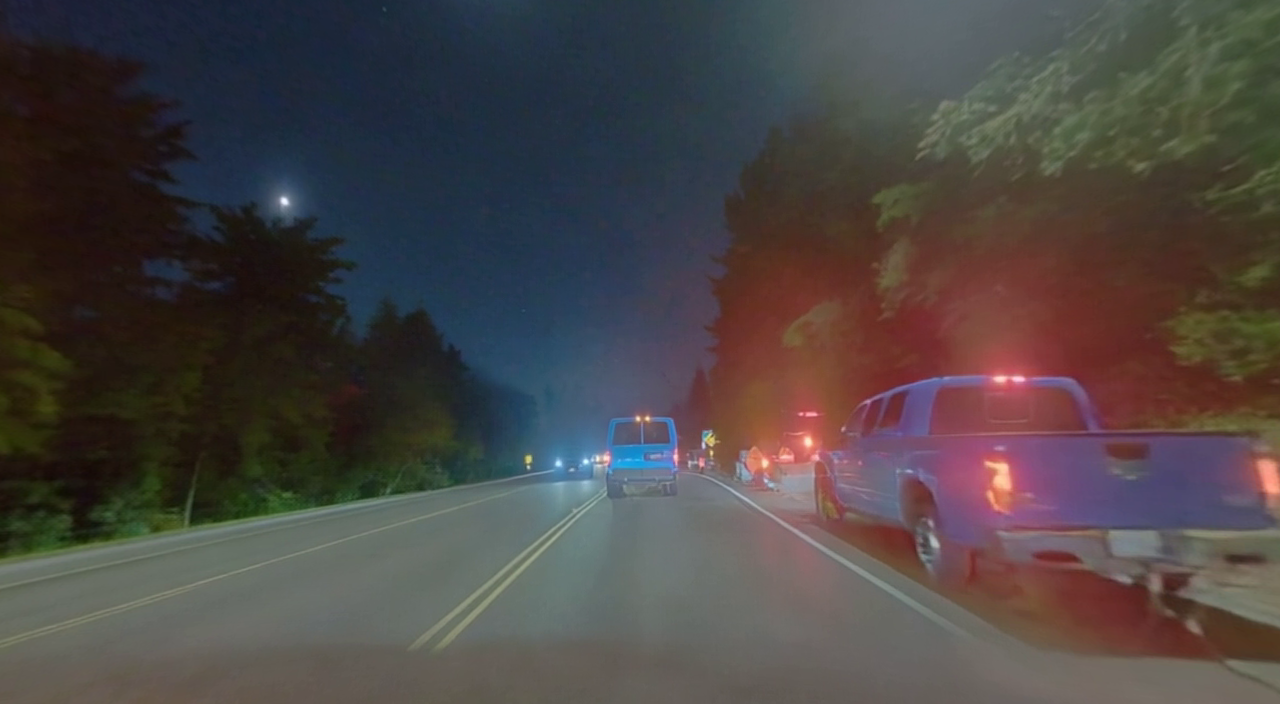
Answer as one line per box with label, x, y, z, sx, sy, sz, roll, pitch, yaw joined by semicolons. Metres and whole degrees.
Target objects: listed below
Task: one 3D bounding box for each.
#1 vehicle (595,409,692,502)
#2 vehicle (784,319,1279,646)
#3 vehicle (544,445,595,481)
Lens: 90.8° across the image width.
vehicle;0.234;2.877;17.923;2.362;2.247;4.892;0;-9;4
vehicle;3.876;1.360;7.817;2.833;2.033;7.668;0;-8;4
vehicle;-3.853;6.155;35.493;2.230;1.842;5.014;0;-8;0
